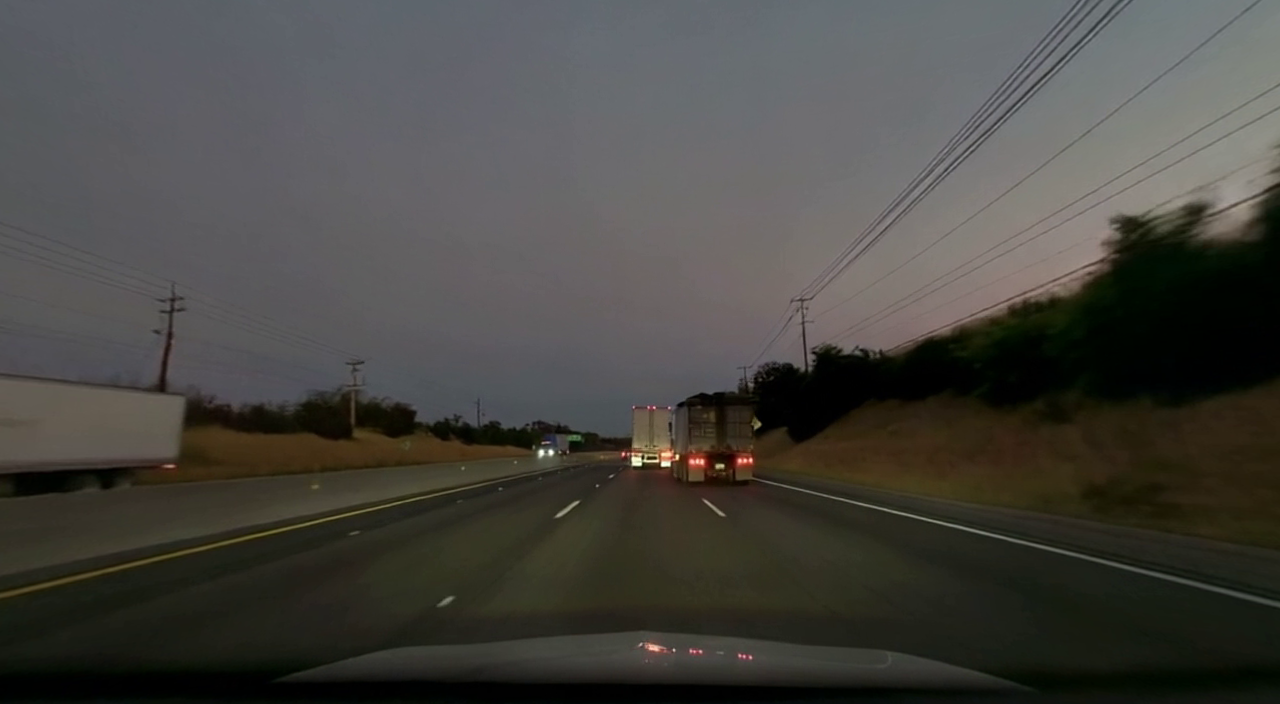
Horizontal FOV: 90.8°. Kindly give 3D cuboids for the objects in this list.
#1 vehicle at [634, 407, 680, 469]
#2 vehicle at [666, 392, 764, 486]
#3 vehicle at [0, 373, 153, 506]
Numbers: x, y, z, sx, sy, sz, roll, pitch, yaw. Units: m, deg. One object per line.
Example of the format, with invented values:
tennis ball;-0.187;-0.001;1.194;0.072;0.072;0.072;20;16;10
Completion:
vehicle;1.065;6.746;48.415;2.997;4.076;13.224;0;-9;0
vehicle;2.869;3.822;27.186;2.938;3.378;8.820;0;-9;-1
vehicle;-21.036;2.281;16.834;3.230;3.957;15.882;0;-9;1
